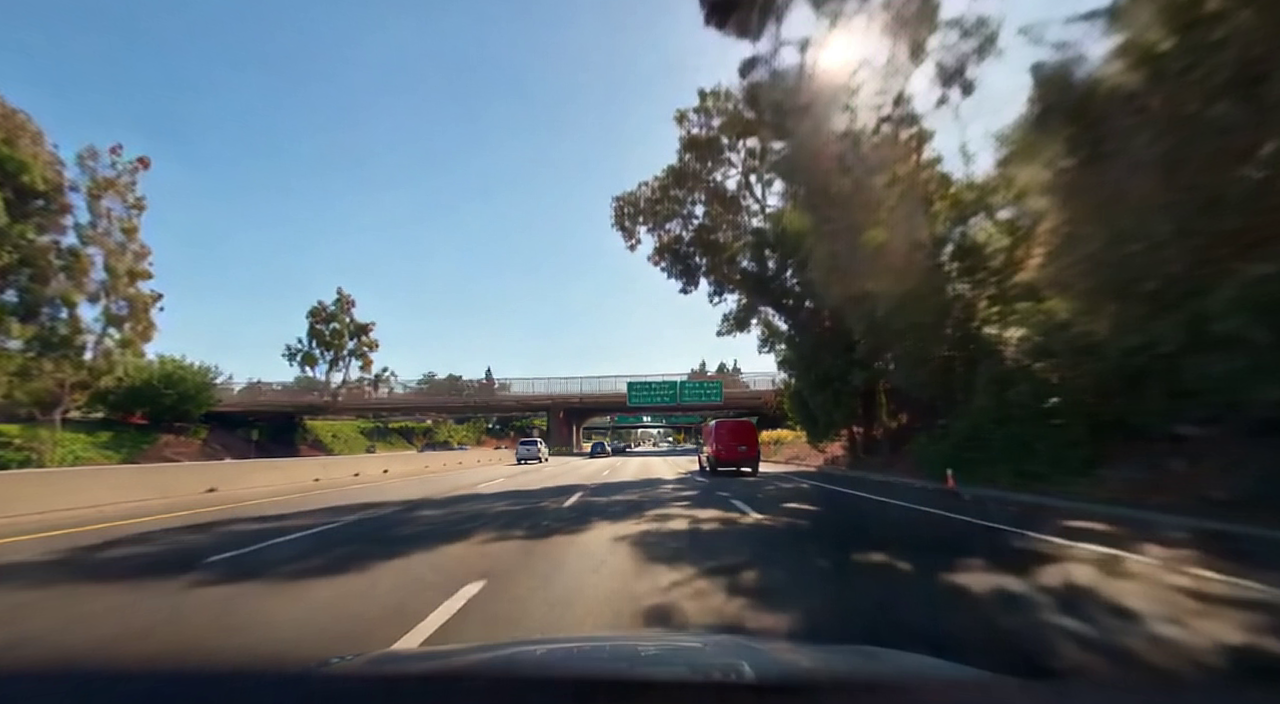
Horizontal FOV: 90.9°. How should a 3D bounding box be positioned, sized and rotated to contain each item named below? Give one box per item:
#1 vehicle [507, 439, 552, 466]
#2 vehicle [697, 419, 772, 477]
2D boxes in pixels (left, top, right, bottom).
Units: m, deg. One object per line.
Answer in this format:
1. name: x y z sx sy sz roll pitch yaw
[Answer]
1. vehicle: -7.261 6.630 41.796 2.068 1.632 4.623 0 -8 1
2. vehicle: 3.932 4.154 27.393 2.347 2.234 5.352 0 -8 -1
